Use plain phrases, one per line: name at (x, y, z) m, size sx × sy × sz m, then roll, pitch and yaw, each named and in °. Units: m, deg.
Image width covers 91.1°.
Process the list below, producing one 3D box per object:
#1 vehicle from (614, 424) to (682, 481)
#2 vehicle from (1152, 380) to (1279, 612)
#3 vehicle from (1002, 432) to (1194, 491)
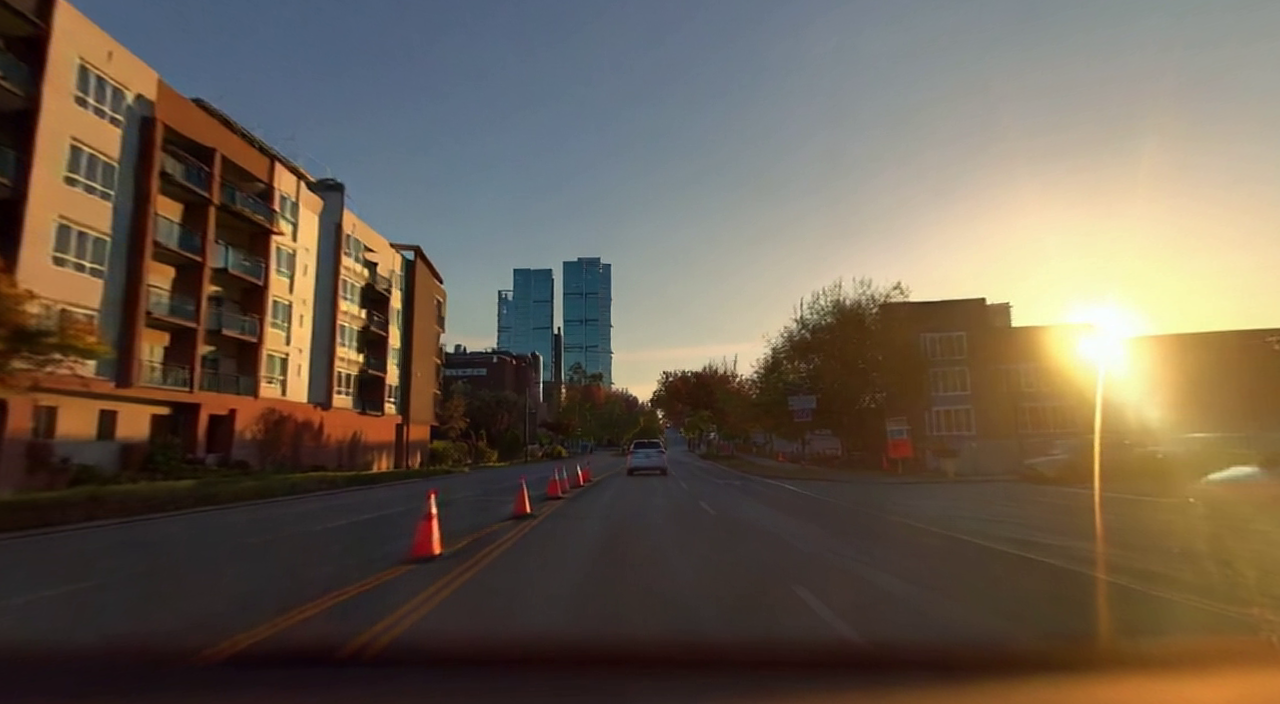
vehicle at (0.423, 4.598, 28.935) m, size 2.762 × 2.309 × 6.723 m, roll -1°, pitch -9°, yaw 2°
vehicle at (5.834, 0.988, 3.900) m, size 2.120 × 1.828 × 5.531 m, roll -3°, pitch -9°, yaw 18°
vehicle at (14.970, 3.600, 20.771) m, size 4.655 × 1.798 × 2.050 m, roll -1°, pitch -9°, yaw 0°
